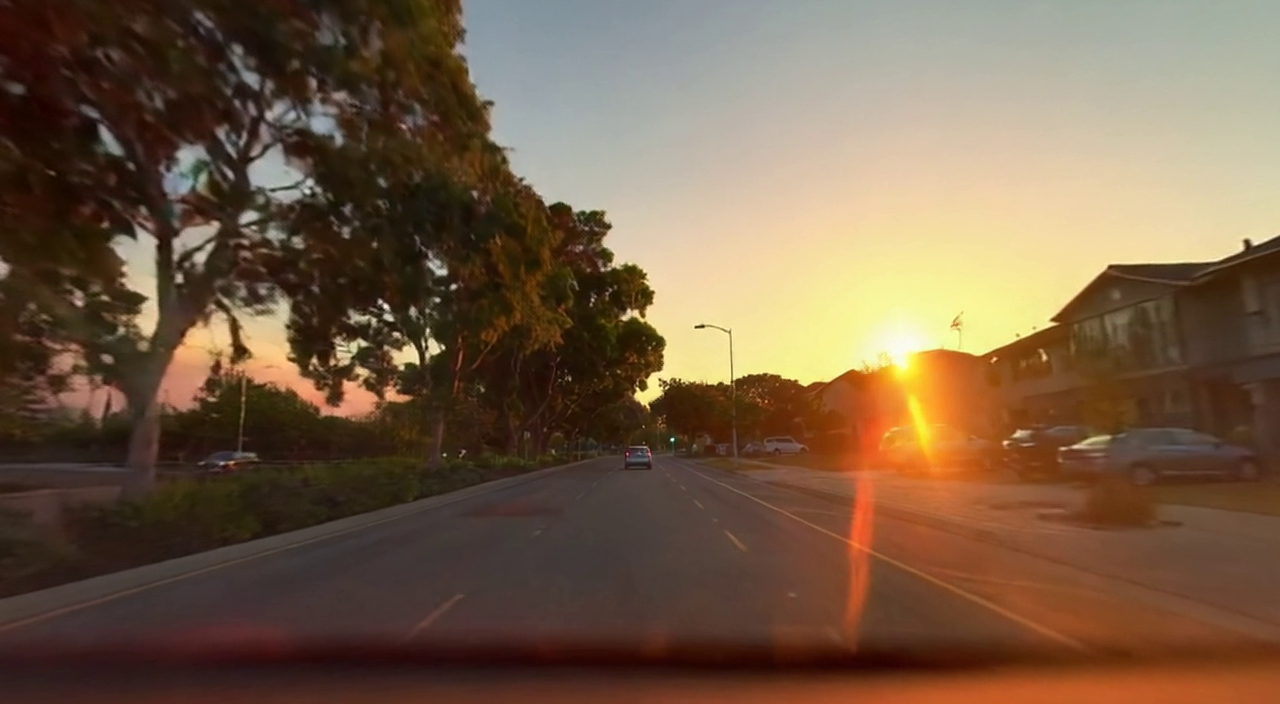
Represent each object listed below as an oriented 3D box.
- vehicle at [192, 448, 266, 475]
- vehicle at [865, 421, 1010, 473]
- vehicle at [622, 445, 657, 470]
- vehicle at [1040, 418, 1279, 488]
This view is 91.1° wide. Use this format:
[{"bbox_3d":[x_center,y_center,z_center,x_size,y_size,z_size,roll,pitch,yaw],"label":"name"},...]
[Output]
[{"bbox_3d":[-24.067,6.402,36.900,1.892,1.455,3.564,0,-8,1],"label":"vehicle"},{"bbox_3d":[12.232,3.955,26.106,4.923,2.019,1.985,0,-9,2],"label":"vehicle"},{"bbox_3d":[-0.031,6.507,38.902,2.054,1.456,4.003,0,-9,0],"label":"vehicle"},{"bbox_3d":[12.374,2.337,14.587,4.787,1.494,1.887,0,-9,1],"label":"vehicle"}]
